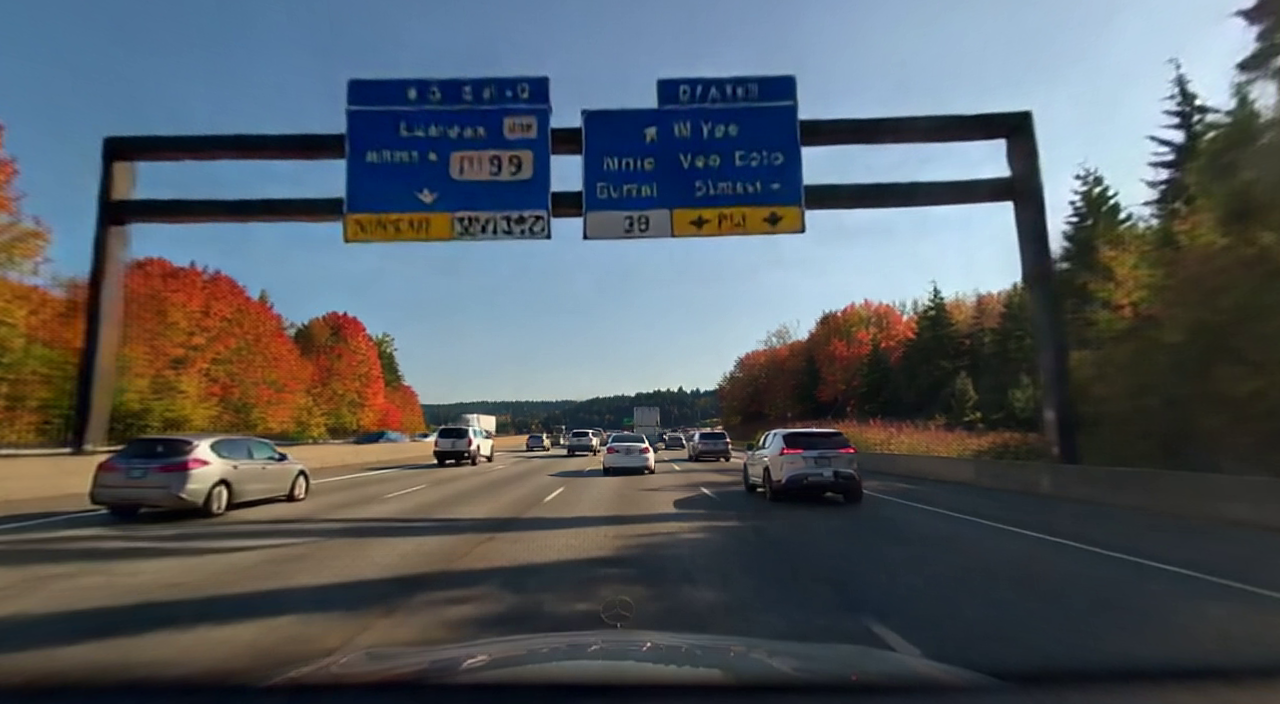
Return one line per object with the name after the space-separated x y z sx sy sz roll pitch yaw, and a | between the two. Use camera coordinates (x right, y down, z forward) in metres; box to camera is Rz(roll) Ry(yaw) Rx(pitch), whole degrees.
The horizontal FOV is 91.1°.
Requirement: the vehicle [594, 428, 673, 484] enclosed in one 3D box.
-0.186 3.081 19.072 2.111 1.494 4.364 0 -8 -1 | vehicle

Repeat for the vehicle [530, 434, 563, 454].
-7.060 6.988 47.778 1.896 1.429 4.348 0 -8 0 | vehicle

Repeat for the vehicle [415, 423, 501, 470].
-7.488 3.921 26.381 2.117 1.779 4.745 0 -8 1 | vehicle

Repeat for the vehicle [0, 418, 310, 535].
-7.471 1.915 10.319 1.934 1.526 3.966 0 -8 0 | vehicle

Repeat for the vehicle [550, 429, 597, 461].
-3.575 5.095 34.605 2.064 1.672 4.277 0 -8 1 | vehicle

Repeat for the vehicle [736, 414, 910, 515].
3.372 2.154 12.637 2.095 1.650 4.331 0 -8 -1 | vehicle

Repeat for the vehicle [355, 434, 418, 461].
-15.511 5.843 38.723 2.084 1.538 4.162 0 -8 0 | vehicle

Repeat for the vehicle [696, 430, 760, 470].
3.531 4.027 26.154 1.972 1.516 4.514 0 -8 -1 | vehicle
